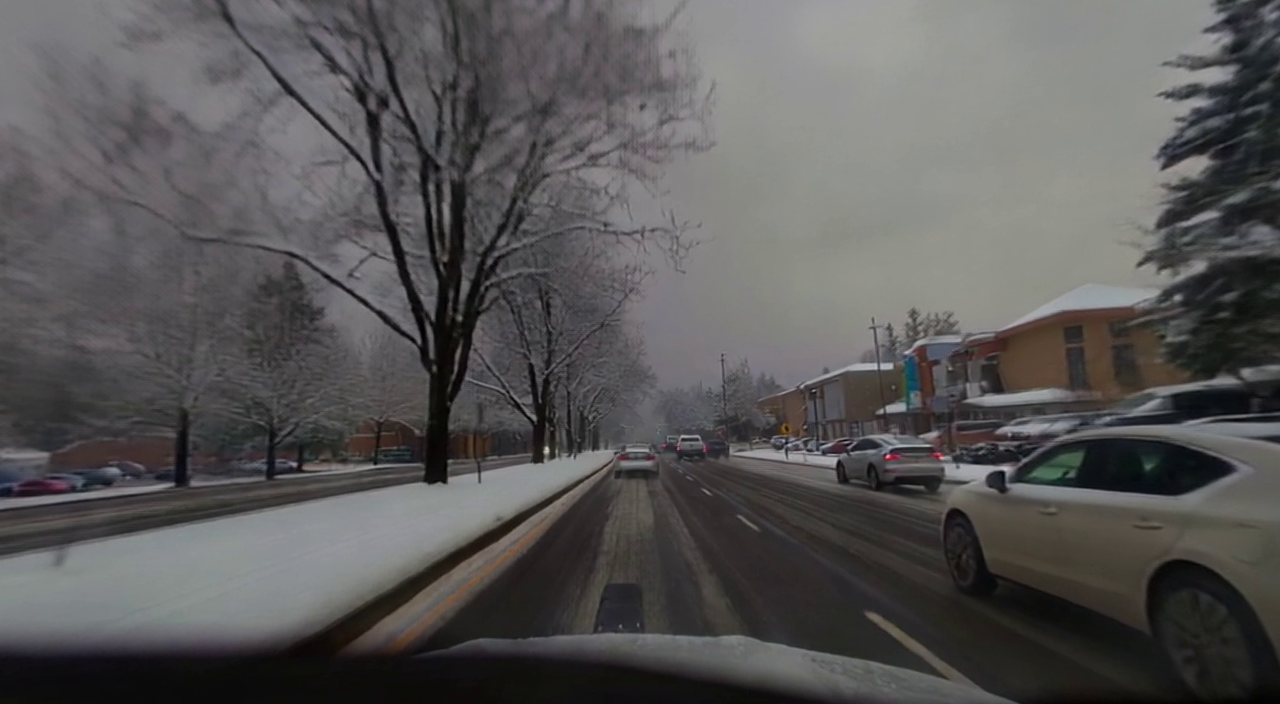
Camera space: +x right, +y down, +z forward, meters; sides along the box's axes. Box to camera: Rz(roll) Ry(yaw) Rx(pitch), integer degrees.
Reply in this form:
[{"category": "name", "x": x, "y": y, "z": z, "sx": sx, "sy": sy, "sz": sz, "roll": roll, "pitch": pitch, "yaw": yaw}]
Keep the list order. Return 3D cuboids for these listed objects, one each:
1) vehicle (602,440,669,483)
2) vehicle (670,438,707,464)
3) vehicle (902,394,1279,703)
[{"category": "vehicle", "x": -0.182, "y": 4.091, "z": 23.975, "sx": 2.289, "sy": 1.471, "sz": 4.477, "roll": 0, "pitch": -8, "yaw": -1}, {"category": "vehicle", "x": 3.455, "y": 7.141, "z": 45.726, "sx": 2.188, "sy": 1.760, "sz": 4.297, "roll": 0, "pitch": -8, "yaw": -1}, {"category": "vehicle", "x": 3.677, "y": 1.132, "z": 4.025, "sx": 2.094, "sy": 1.480, "sz": 4.323, "roll": 0, "pitch": -9, "yaw": -1}]
